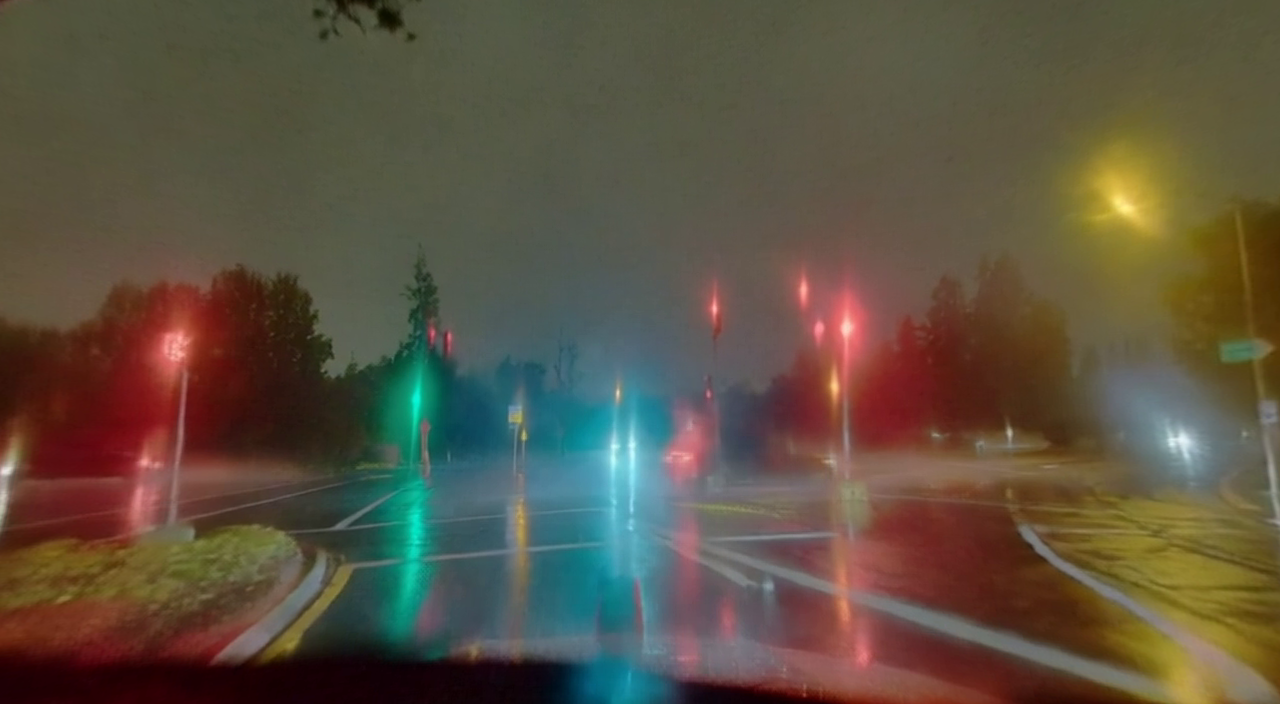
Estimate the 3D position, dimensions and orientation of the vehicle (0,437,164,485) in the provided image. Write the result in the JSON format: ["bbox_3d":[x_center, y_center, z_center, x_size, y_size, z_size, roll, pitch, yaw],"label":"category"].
[{"bbox_3d":[-21.121,4.074,23.847,4.602,1.667,1.933,4,-9,-25],"label":"vehicle"}]

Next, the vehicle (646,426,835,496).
[{"bbox_3d":[2.644,2.804,16.551,4.545,1.602,2.014,4,-9,-27],"label":"vehicle"}]
